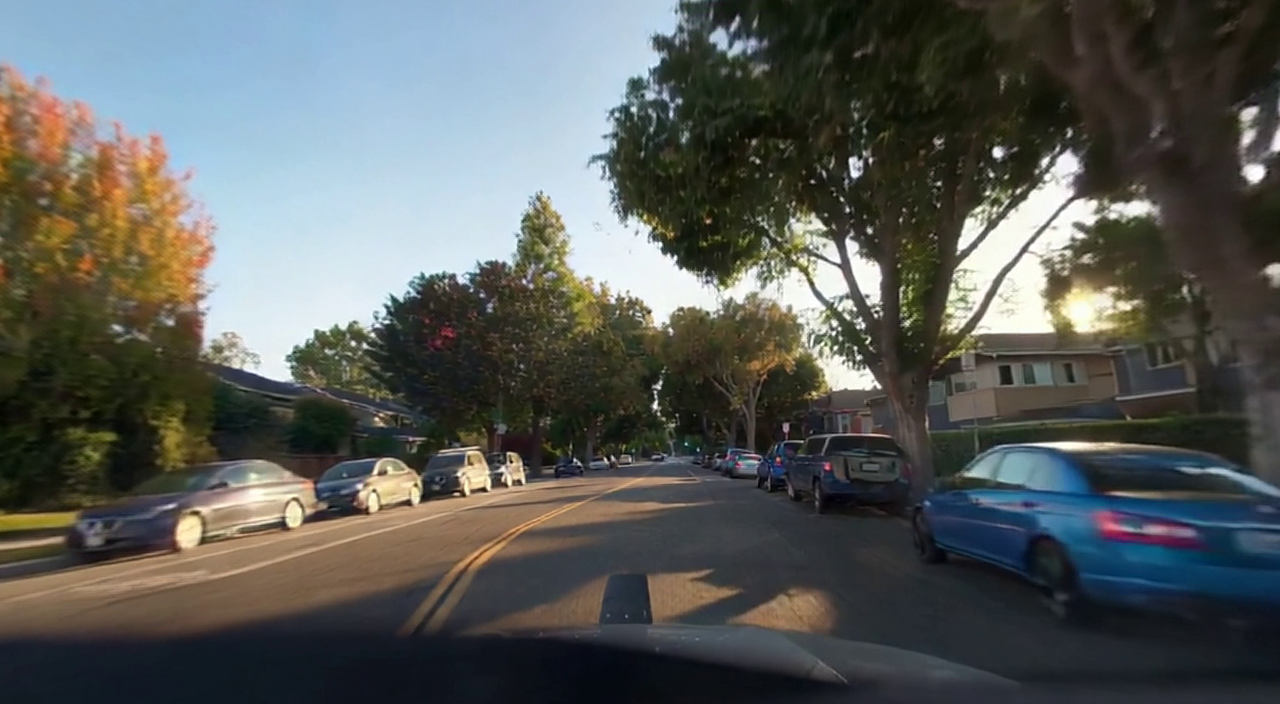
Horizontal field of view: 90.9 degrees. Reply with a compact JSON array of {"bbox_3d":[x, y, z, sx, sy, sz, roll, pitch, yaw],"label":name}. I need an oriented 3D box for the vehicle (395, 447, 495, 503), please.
[{"bbox_3d":[-6.814,4.315,22.651,1.973,1.755,4.528,-1,-8,3],"label":"vehicle"}]

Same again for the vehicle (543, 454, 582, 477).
[{"bbox_3d":[-5.433,8.006,44.658,1.903,1.463,4.526,-2,-8,4],"label":"vehicle"}]

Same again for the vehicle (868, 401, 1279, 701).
[{"bbox_3d":[4.113,1.524,6.137,2.216,1.779,4.630,0,-8,2],"label":"vehicle"}]

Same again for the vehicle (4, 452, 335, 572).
[{"bbox_3d":[-7.361,2.493,10.704,1.963,1.470,4.671,-2,-9,1],"label":"vehicle"}]

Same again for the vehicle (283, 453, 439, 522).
[{"bbox_3d":[-7.132,3.467,16.742,1.948,1.477,4.518,-2,-9,2],"label":"vehicle"}]
